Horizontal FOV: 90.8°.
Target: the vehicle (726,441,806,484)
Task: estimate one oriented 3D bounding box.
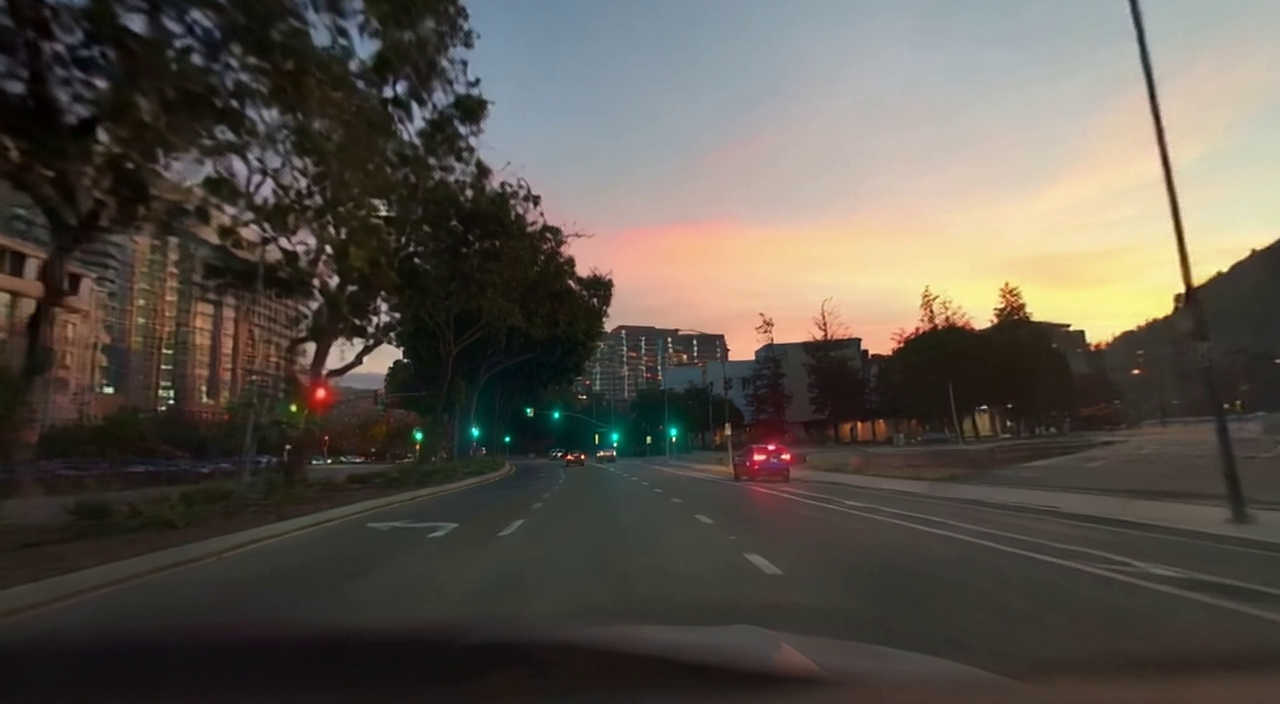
[{"bbox_3d":[5.240,4.684,27.064,2.042,1.635,4.858,1,-9,-5],"label":"vehicle"}]
